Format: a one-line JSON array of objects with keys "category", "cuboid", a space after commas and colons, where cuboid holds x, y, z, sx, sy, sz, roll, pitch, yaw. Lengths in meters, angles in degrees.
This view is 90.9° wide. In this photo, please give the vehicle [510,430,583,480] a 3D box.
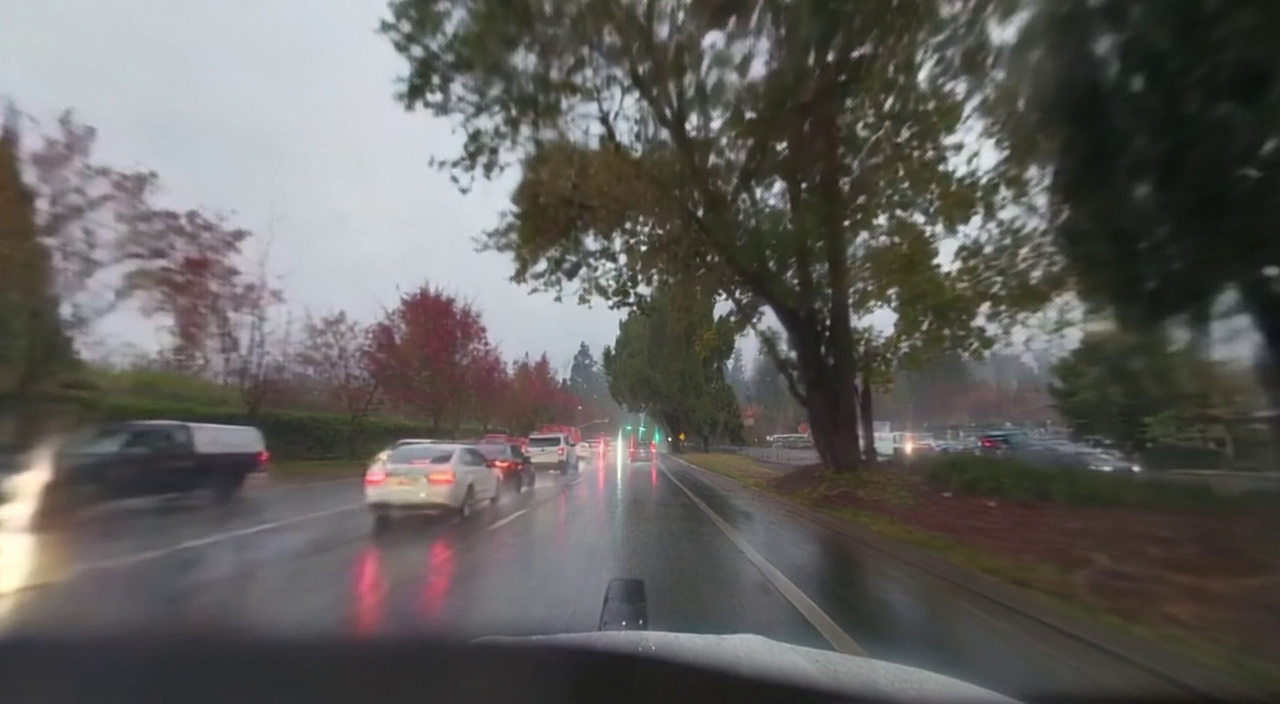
[{"category": "vehicle", "cuboid": [-3.760, 4.236, 26.326, 2.242, 1.852, 5.201, 0, -8, 0]}]

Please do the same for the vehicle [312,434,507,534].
[{"category": "vehicle", "cuboid": [-3.932, 2.308, 11.702, 1.952, 1.471, 4.334, 0, -8, 0]}]

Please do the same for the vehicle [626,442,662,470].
[{"category": "vehicle", "cuboid": [0.223, 5.729, 34.942, 1.875, 1.453, 3.888, 0, -8, 0]}]

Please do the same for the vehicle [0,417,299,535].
[{"category": "vehicle", "cuboid": [-8.180, 2.057, 11.065, 1.921, 1.643, 4.348, 0, -8, 1]}]
